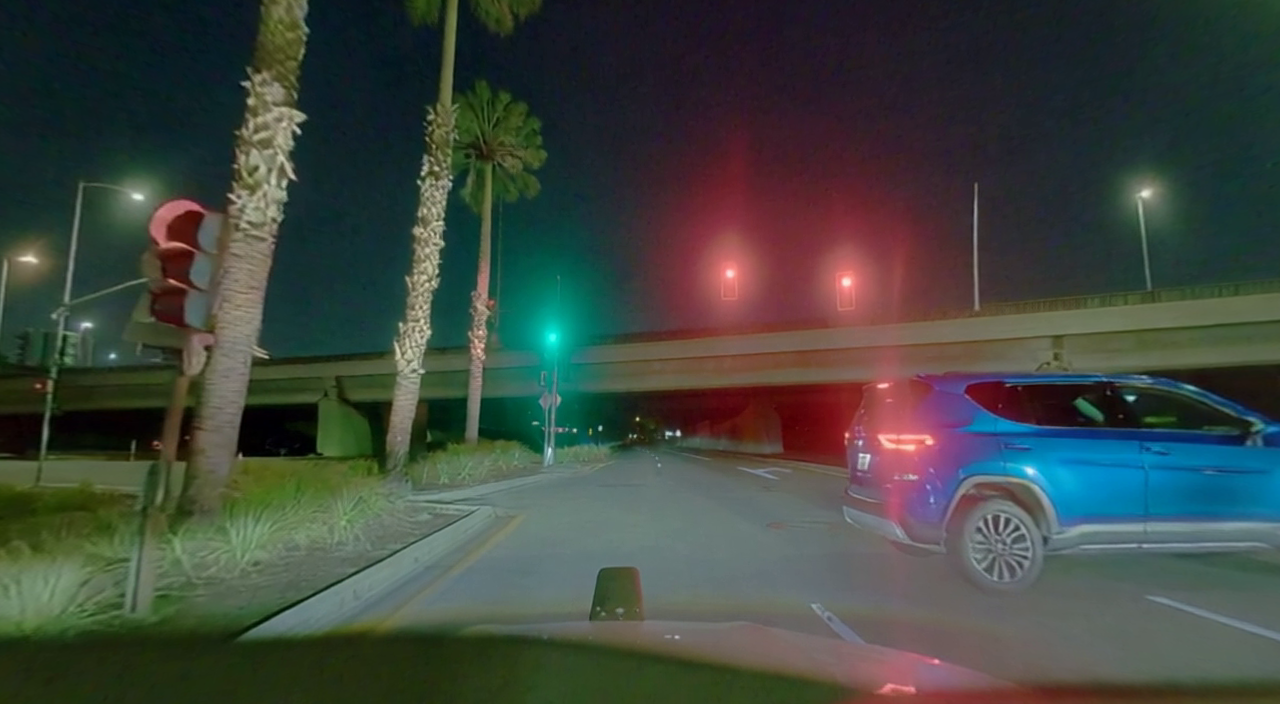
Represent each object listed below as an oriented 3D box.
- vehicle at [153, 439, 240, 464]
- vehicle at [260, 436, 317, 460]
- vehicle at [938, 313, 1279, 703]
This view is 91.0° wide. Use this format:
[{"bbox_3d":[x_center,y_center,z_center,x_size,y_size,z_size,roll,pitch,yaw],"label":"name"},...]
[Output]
[{"bbox_3d":[-26.535,5.974,37.851,1.830,1.443,4.551,0,-9,2],"label":"vehicle"},{"bbox_3d":[-26.238,7.187,47.122,1.941,1.631,4.017,0,-9,0],"label":"vehicle"},{"bbox_3d":[3.450,0.792,2.698,2.028,1.770,4.737,0,-9,0],"label":"vehicle"}]
